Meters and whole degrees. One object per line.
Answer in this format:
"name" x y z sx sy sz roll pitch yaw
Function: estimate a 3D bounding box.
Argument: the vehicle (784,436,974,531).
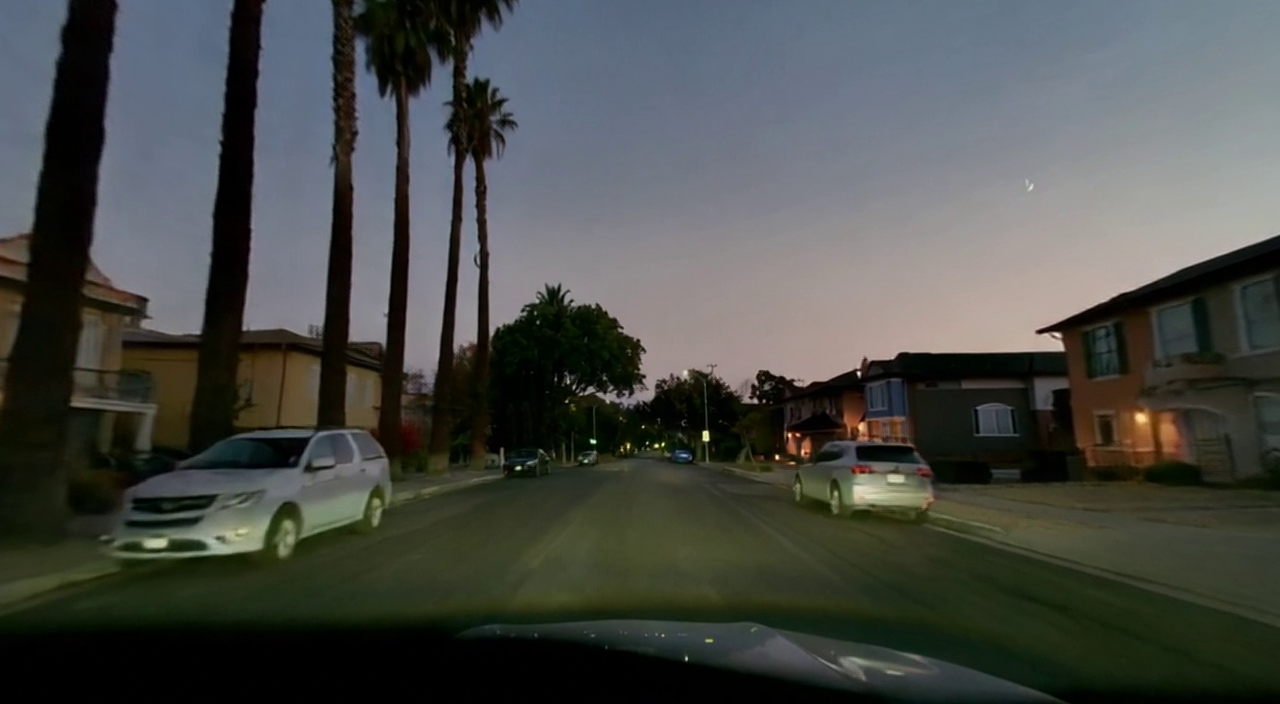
"vehicle" 4.504 2.533 12.822 1.991 1.554 4.501 0 -9 -2

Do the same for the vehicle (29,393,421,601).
"vehicle" -4.835 1.760 8.634 2.149 1.877 5.082 -2 -9 -3

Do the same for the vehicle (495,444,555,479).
"vehicle" -5.507 5.306 30.951 2.079 1.486 4.877 -3 -8 -1
